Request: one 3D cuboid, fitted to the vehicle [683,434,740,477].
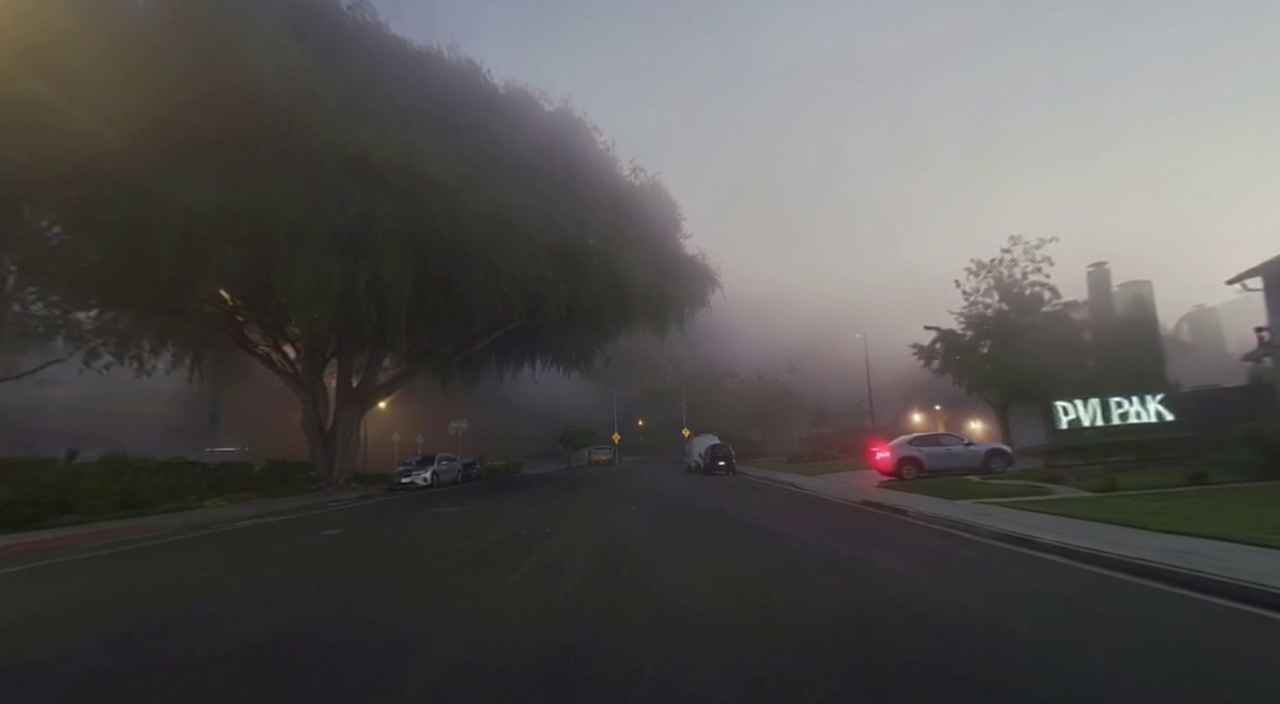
[{"bbox_3d":[3.380,5.006,30.773,2.051,1.925,4.625,0,-8,-3],"label":"vehicle"}]

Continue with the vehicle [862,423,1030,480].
[{"bbox_3d":[10.461,3.450,21.922,4.733,1.843,2.005,0,-8,1],"label":"vehicle"}]

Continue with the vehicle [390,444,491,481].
[{"bbox_3d":[-10.347,5.733,33.005,4.620,1.695,2.004,5,-11,-40],"label":"vehicle"}]
